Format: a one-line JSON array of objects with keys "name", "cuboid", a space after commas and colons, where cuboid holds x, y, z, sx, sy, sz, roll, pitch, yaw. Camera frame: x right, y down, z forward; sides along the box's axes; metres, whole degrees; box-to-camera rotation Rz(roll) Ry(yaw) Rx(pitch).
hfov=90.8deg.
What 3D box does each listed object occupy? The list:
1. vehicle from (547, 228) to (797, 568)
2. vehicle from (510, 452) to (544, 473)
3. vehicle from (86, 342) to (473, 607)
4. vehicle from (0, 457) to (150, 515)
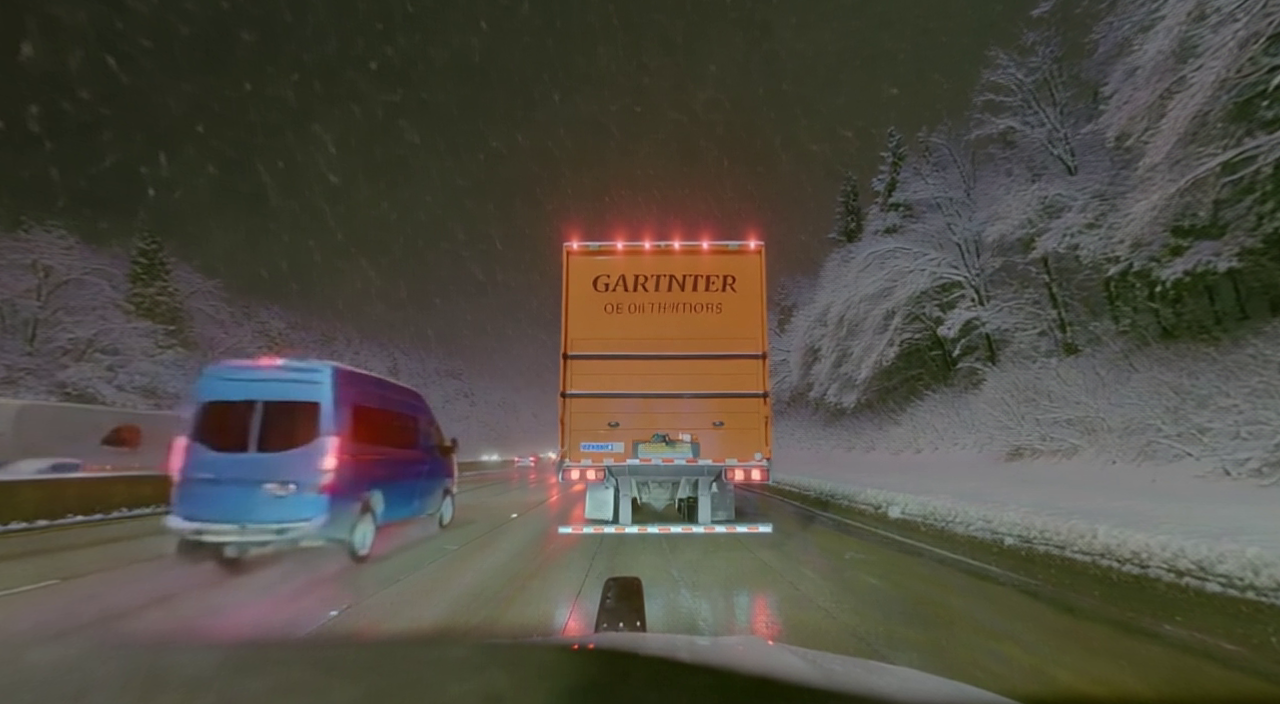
[{"name": "vehicle", "cuboid": [0.427, 1.294, 12.725, 2.853, 4.054, 10.557, 0, -9, 1]}, {"name": "vehicle", "cuboid": [-8.242, 8.048, 46.169, 1.828, 1.502, 3.385, 0, -9, 1]}, {"name": "vehicle", "cuboid": [-4.115, 1.554, 8.681, 2.208, 2.522, 5.187, 0, -9, -1]}, {"name": "vehicle", "cuboid": [-17.087, 3.845, 18.535, 1.878, 1.441, 4.330, 0, -9, 0]}]
